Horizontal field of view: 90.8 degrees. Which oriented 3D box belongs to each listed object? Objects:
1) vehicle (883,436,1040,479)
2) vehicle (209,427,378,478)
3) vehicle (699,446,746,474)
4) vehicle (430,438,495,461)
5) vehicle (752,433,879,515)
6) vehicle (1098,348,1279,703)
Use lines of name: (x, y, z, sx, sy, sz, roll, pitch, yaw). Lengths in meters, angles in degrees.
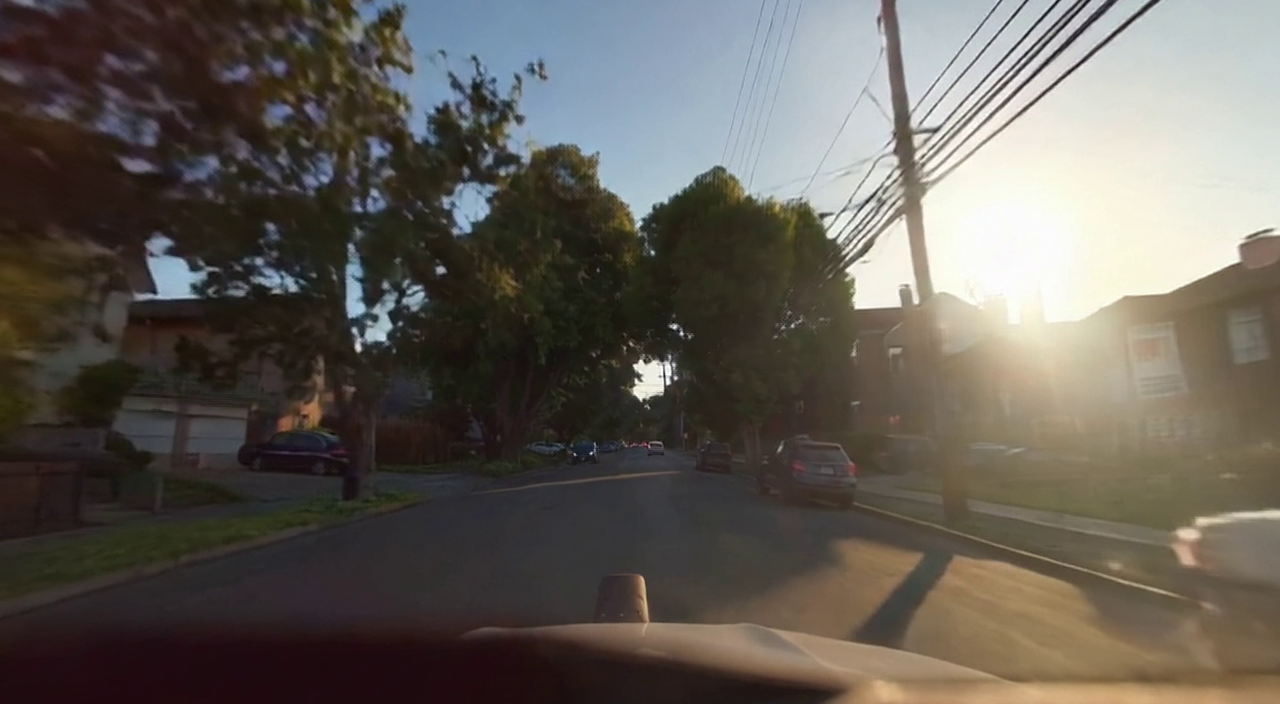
vehicle: (12.144, 4.028, 24.086, 4.905, 1.570, 1.900, 1, -10, -2)
vehicle: (-12.282, 3.591, 22.656, 4.792, 1.521, 2.077, 2, -9, 1)
vehicle: (4.533, 6.005, 35.372, 2.031, 1.471, 4.328, 0, -9, -1)
vehicle: (-13.743, 7.560, 48.899, 4.702, 1.675, 1.984, -5, -10, 28)
vehicle: (4.256, 3.022, 16.262, 2.066, 1.753, 4.877, 0, -9, 2)
vehicle: (3.920, 0.678, 1.282, 2.280, 1.820, 5.001, 0, -9, 1)
